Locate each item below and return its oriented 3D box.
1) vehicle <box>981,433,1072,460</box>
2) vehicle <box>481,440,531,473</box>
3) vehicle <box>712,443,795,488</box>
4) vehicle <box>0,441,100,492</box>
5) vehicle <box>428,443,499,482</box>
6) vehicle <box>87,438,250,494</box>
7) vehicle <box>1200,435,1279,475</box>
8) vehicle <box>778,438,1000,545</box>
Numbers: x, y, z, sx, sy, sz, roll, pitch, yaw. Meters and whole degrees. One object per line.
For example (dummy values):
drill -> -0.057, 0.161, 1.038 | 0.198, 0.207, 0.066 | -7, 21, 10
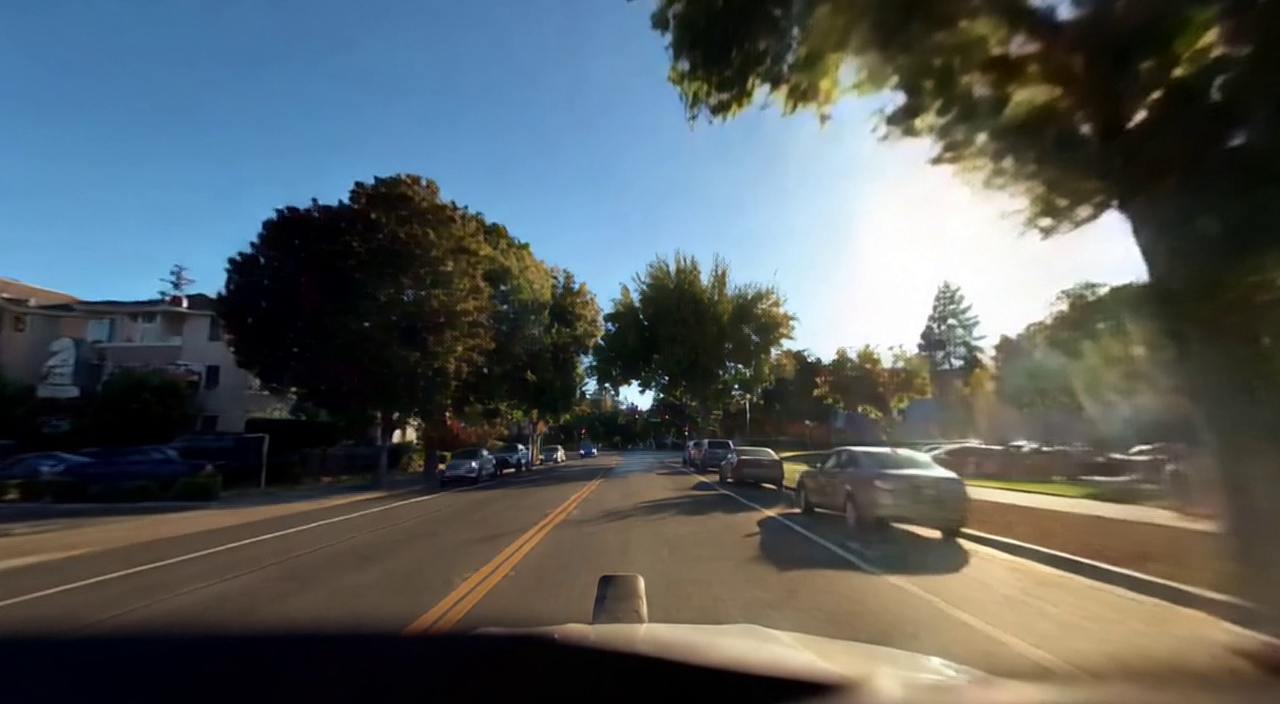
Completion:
vehicle -> 25.615, 6.283, 41.823 | 4.572, 1.771, 2.081 | 0, -9, 1
vehicle -> -7.550, 5.935, 35.908 | 1.994, 1.718, 4.518 | 0, -8, -1
vehicle -> 3.904, 3.969, 22.409 | 2.036, 1.405, 4.312 | 0, -8, -1
vehicle -> -20.094, 3.623, 19.842 | 1.880, 1.510, 4.758 | -2, -10, 0
vehicle -> -7.555, 4.756, 27.314 | 1.976, 1.554, 3.654 | 0, -8, 1
vehicle -> -14.189, 3.435, 19.270 | 1.921, 1.518, 3.799 | 0, -9, 2
vehicle -> 25.745, 4.169, 25.602 | 3.778, 1.560, 2.141 | 0, -8, 0
vehicle -> 4.005, 2.307, 11.214 | 2.005, 1.466, 4.767 | 0, -8, 0
